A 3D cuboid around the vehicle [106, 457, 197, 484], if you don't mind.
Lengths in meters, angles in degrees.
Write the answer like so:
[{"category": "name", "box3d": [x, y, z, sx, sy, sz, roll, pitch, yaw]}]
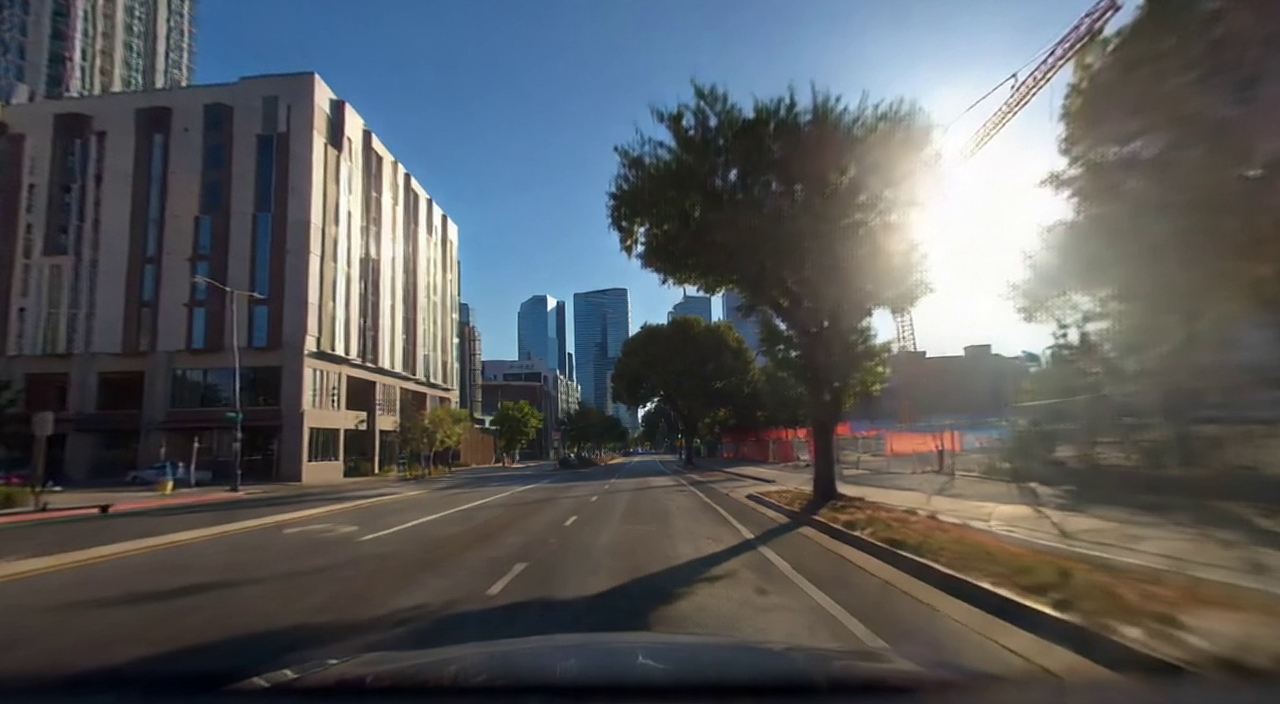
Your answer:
[{"category": "vehicle", "box3d": [-32.548, 7.889, 42.078, 4.308, 1.598, 1.891, 0, -8, -8]}]
